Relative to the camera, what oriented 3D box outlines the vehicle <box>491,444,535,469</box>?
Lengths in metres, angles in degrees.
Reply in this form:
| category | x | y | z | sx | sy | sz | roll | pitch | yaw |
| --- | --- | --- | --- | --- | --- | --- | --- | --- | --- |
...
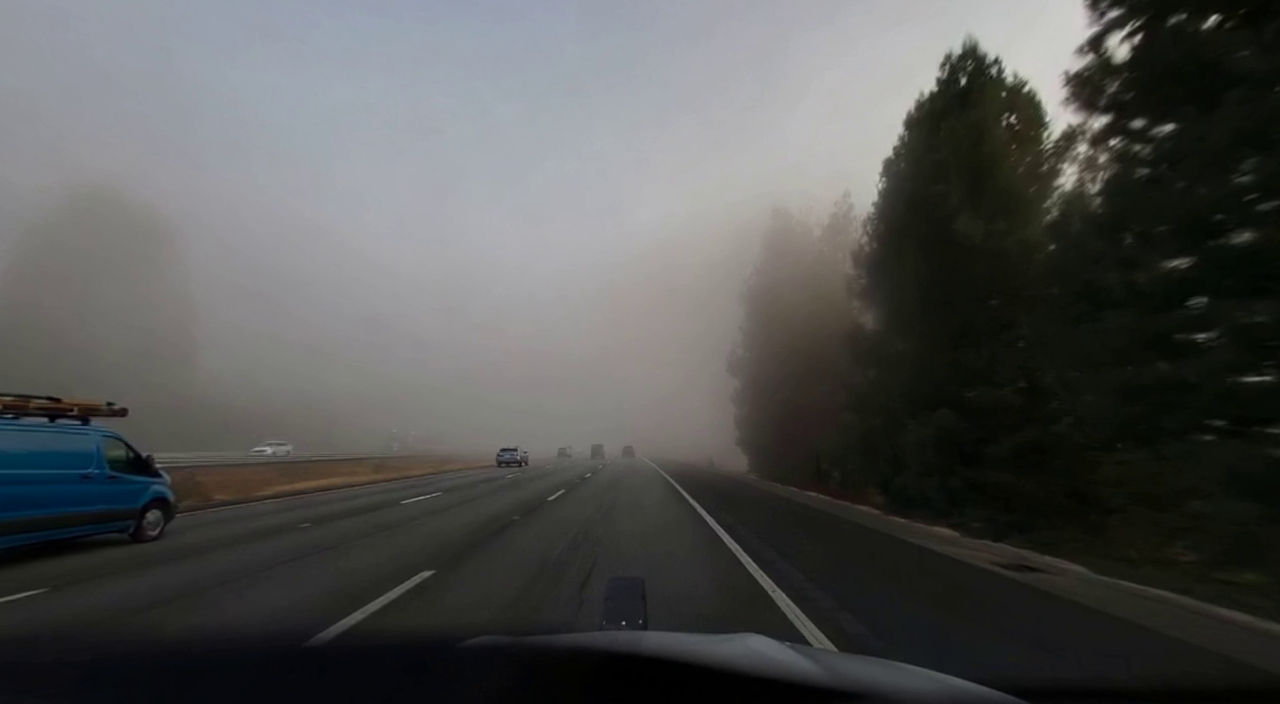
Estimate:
| category | x | y | z | sx | sy | sz | roll | pitch | yaw |
| --- | --- | --- | --- | --- | --- | --- | --- | --- | --- |
| vehicle | -8.110 | 6.752 | 40.777 | 1.958 | 1.499 | 4.437 | 0 | -9 | 0 |

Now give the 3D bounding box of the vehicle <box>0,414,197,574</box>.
| category | x | y | z | sx | sy | sz | roll | pitch | yaw |
| --- | --- | --- | --- | --- | --- | --- | --- | --- | --- |
| vehicle | -8.163 | 1.676 | 7.634 | 2.093 | 1.752 | 4.771 | 0 | -9 | 0 |
